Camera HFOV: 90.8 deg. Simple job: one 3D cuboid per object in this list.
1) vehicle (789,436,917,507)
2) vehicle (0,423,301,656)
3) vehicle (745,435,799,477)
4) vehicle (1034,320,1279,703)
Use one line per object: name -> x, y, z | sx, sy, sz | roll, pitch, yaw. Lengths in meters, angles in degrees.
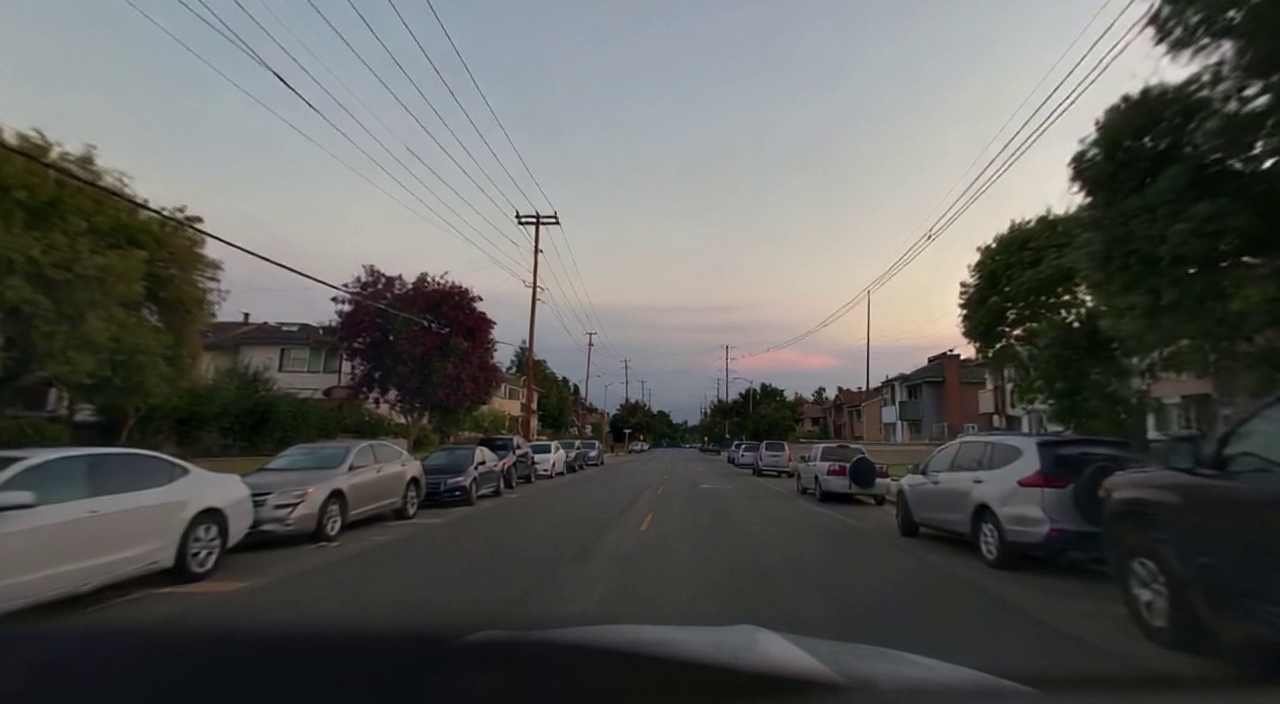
vehicle -> 5.388, 3.054, 16.751 | 1.910, 1.567, 4.856 | 0, -8, 3
vehicle -> -5.092, 1.337, 5.092 | 1.950, 1.494, 4.816 | 0, -7, 2
vehicle -> 6.005, 4.772, 29.214 | 1.936, 1.756, 4.127 | -1, -8, 5
vehicle -> 4.620, 0.776, 2.674 | 2.407, 2.088, 5.951 | -1, -8, 4
